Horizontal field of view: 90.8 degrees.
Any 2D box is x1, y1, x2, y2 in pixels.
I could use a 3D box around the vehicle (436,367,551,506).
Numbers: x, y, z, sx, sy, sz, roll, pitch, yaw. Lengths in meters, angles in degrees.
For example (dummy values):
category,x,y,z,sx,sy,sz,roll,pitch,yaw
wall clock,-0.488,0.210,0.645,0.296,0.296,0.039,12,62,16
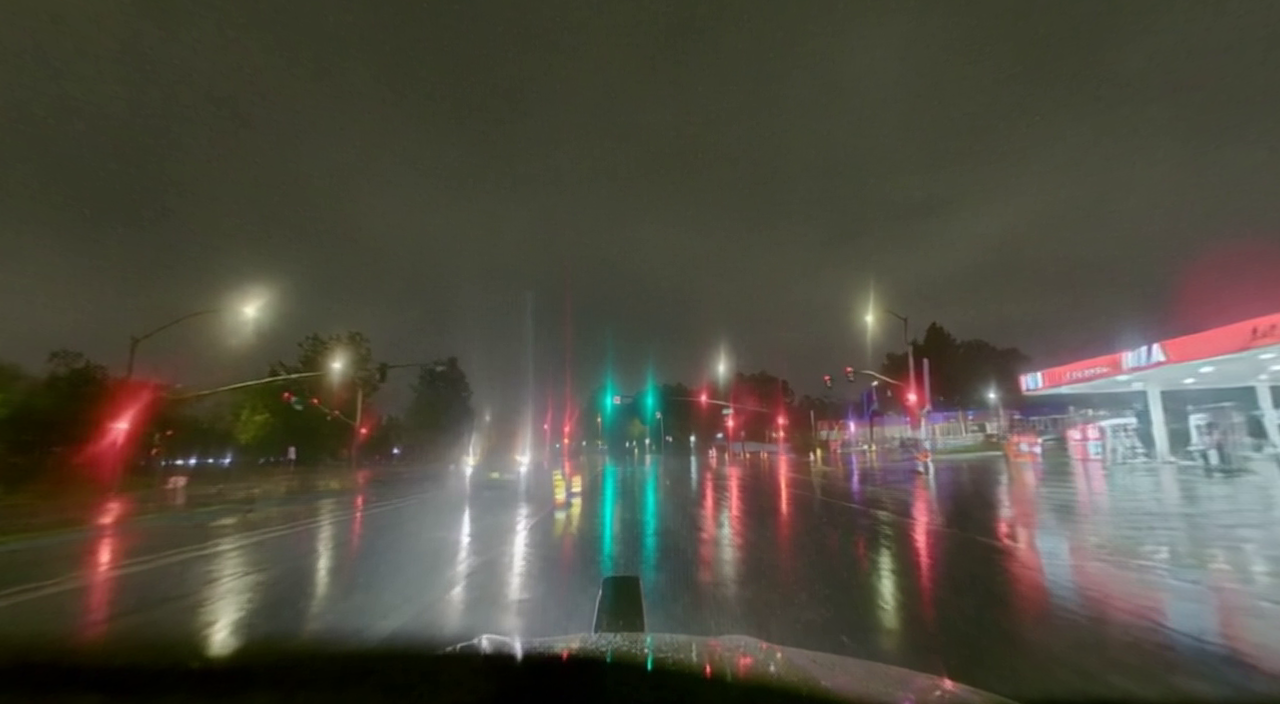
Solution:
category,x,y,z,sx,sy,sz,roll,pitch,yaw
vehicle,-4.079,2.384,18.162,2.637,3.576,3.006,-2,-7,-1
